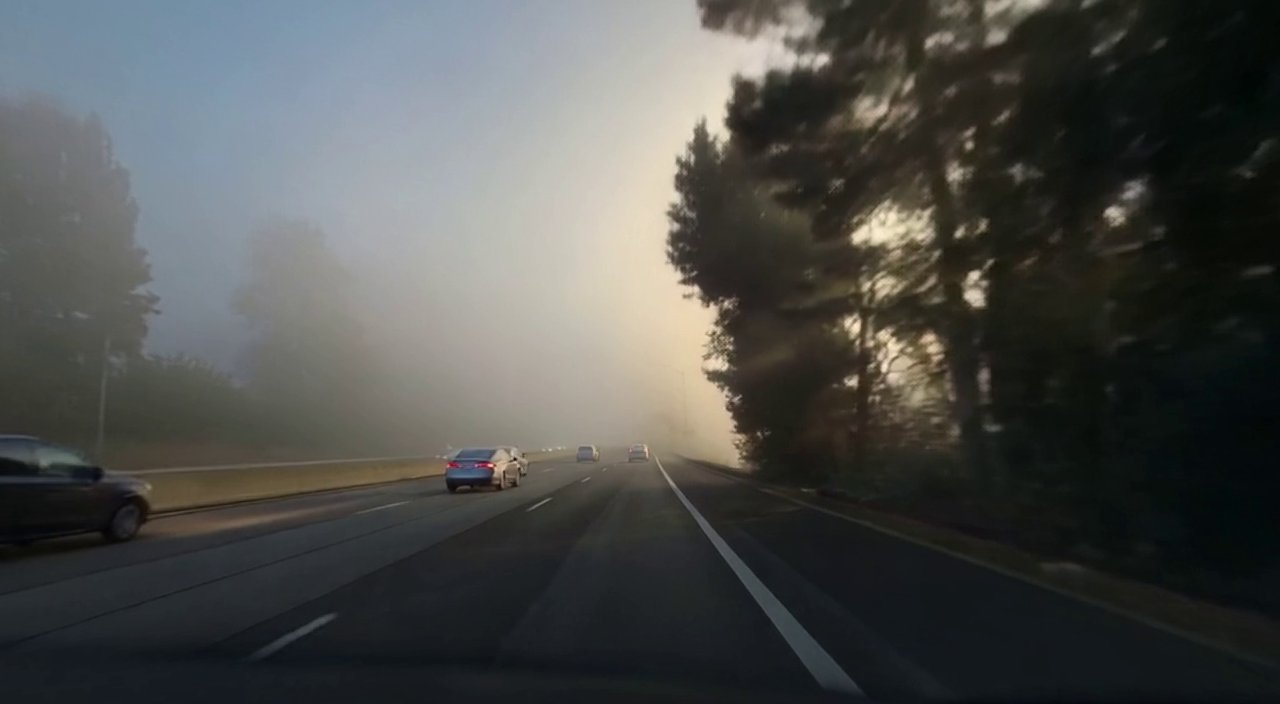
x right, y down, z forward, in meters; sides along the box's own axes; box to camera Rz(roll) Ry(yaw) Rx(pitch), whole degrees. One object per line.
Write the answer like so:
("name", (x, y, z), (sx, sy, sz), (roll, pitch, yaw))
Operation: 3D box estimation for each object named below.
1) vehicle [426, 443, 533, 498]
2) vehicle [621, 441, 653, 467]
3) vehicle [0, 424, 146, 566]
("vehicle", (-5.118, 3.818, 20.911), (2.102, 1.562, 4.884), (-1, -9, 2))
("vehicle", (-0.210, 7.446, 46.152), (2.179, 1.742, 4.396), (-1, -9, 0))
("vehicle", (-9.259, 1.837, 8.041), (2.091, 1.795, 4.617), (-1, -9, 2))
